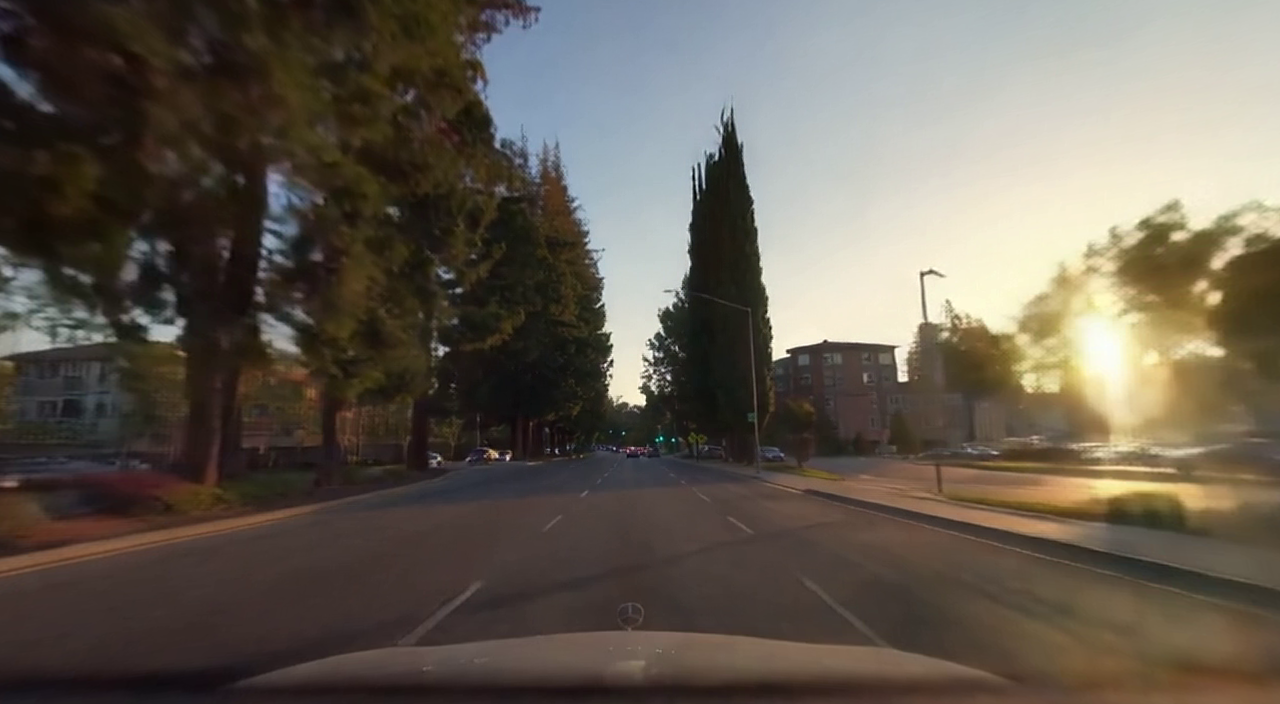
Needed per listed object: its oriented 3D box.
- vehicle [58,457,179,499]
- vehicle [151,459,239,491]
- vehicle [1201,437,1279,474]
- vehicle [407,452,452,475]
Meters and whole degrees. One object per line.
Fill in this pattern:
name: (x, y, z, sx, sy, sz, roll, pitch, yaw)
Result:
vehicle: (-25.001, 6.035, 30.469, 1.961, 1.773, 4.716, 1, -9, -4)
vehicle: (-25.089, 6.906, 35.725, 1.864, 1.640, 4.217, 1, -9, -1)
vehicle: (26.797, 4.537, 27.772, 2.002, 1.460, 4.533, -5, -10, 28)
vehicle: (-15.240, 8.047, 45.855, 1.879, 1.544, 4.144, 0, -9, -1)
